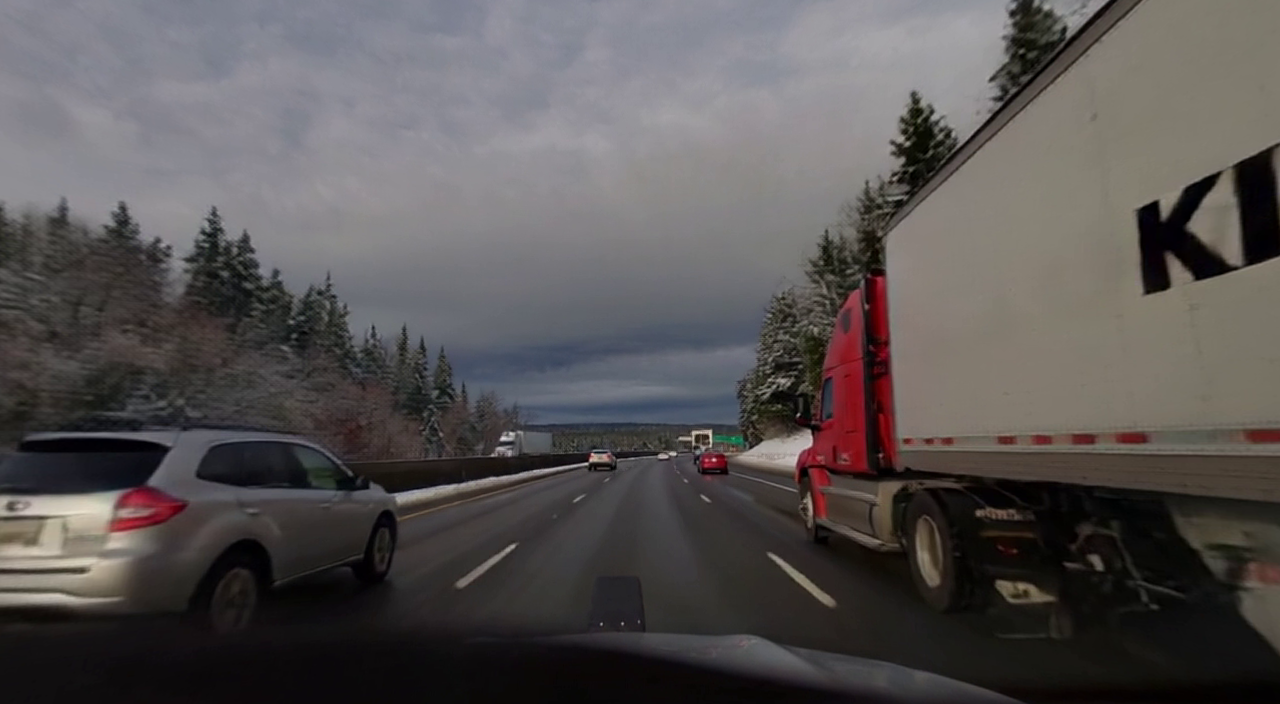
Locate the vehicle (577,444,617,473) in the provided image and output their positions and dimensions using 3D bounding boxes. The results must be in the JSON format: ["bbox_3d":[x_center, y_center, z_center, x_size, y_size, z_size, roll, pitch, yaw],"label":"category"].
[{"bbox_3d":[-2.624,6.640,39.390,2.017,1.683,4.309,0,-9,2],"label":"vehicle"}]

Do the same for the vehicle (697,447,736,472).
[{"bbox_3d":[5.035,7.148,41.939,2.176,1.598,3.878,0,-9,1],"label":"vehicle"}]

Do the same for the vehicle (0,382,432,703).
[{"bbox_3d":[-3.373,1.231,4.492,2.085,1.530,4.809,0,-9,1],"label":"vehicle"}]

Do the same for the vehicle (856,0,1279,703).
[{"bbox_3d":[4.215,-0.346,2.395,2.914,3.998,11.103,0,-9,1],"label":"vehicle"}]
